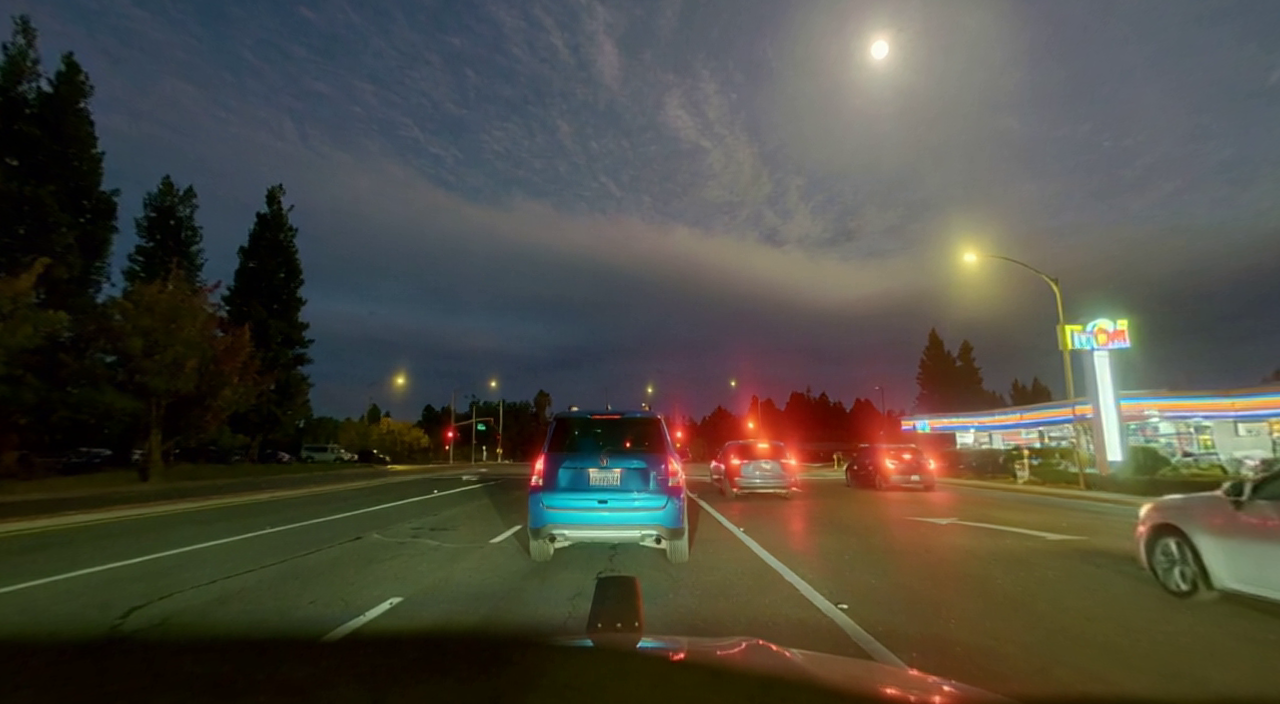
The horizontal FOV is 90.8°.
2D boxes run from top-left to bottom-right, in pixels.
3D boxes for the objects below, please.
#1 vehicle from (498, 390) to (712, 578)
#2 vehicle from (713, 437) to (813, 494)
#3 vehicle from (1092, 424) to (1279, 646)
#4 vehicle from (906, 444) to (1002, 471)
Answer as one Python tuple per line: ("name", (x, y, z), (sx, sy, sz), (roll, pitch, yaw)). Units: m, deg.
("vehicle", (-0.306, 1.647, 8.635), (2.096, 1.837, 4.687), (0, -9, 1))
("vehicle", (3.681, 3.499, 19.935), (2.098, 1.555, 4.778), (0, -9, -1))
("vehicle", (5.261, 1.146, 3.652), (1.930, 1.478, 4.643), (0, -9, 1))
("vehicle", (17.213, 5.774, 34.763), (4.290, 1.427, 1.751), (0, -9, 2))
